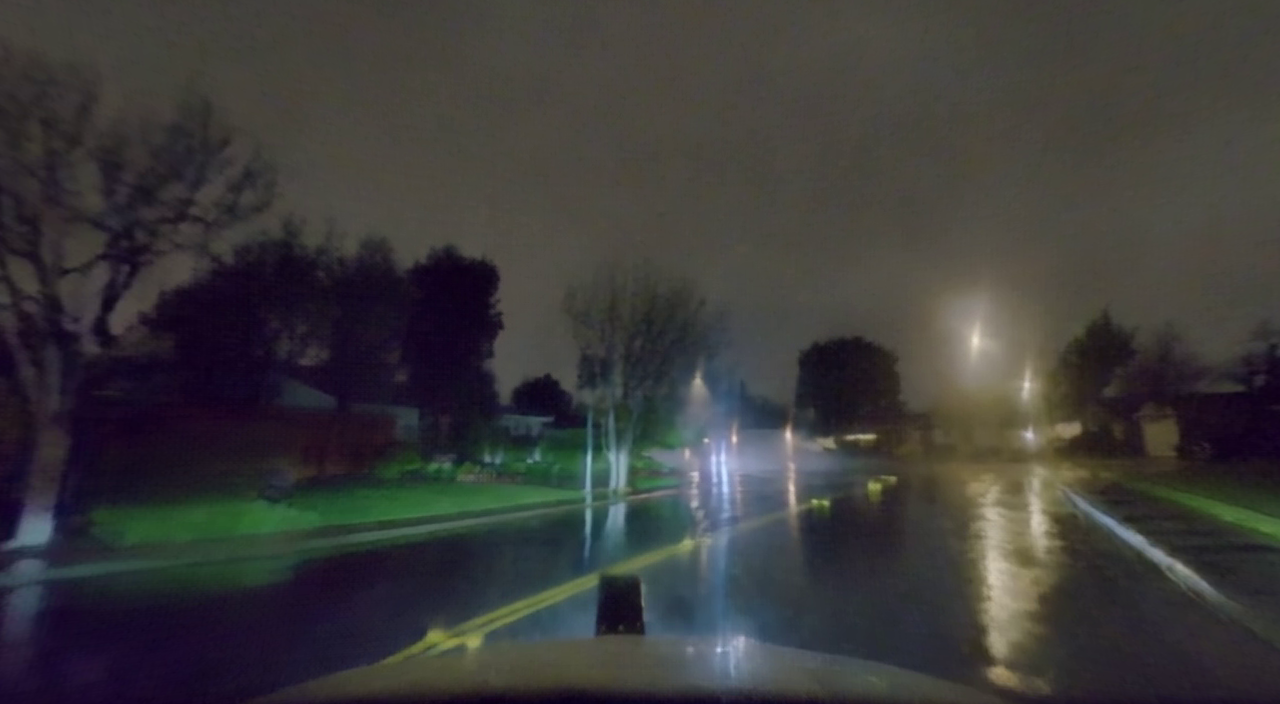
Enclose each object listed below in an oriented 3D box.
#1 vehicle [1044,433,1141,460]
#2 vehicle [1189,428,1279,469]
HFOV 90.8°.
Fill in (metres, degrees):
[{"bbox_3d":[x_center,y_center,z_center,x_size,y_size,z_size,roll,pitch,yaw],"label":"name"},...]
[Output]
[{"bbox_3d":[30.273,6.352,42.384,4.799,1.451,2.144,-4,-8,-2],"label":"vehicle"},{"bbox_3d":[27.137,4.158,27.521,4.327,1.573,1.967,-9,-13,28],"label":"vehicle"}]
